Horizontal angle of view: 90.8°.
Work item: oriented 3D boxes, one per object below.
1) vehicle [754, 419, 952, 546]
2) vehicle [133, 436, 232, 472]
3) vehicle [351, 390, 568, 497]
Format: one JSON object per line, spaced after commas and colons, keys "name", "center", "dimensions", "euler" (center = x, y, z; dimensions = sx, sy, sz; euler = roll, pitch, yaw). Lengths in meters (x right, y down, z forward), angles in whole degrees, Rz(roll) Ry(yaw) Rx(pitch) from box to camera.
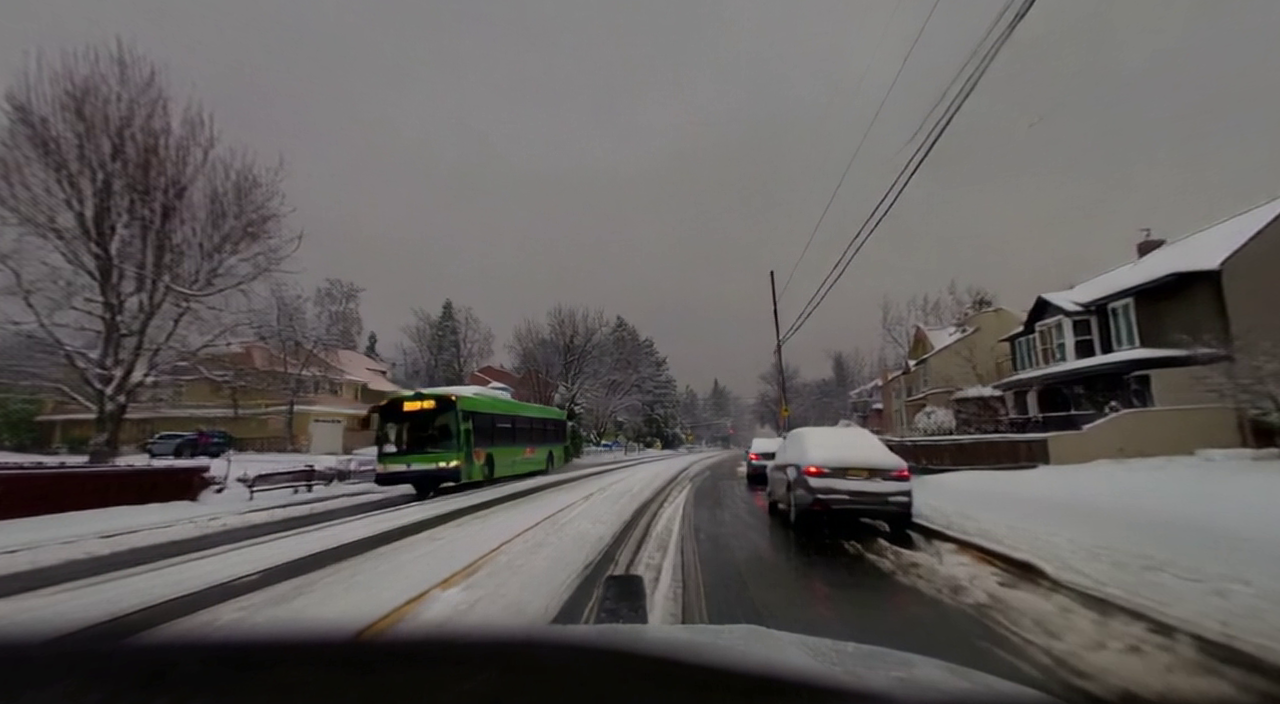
{"name": "vehicle", "center": [3.089, 1.974, 10.158], "dimensions": [1.984, 1.601, 3.994], "euler": [-1, -9, 3]}
{"name": "vehicle", "center": [-24.087, 5.379, 33.488], "dimensions": [2.006, 1.766, 4.685], "euler": [1, -9, -5]}
{"name": "vehicle", "center": [-6.176, 3.711, 25.500], "dimensions": [3.577, 3.168, 13.108], "euler": [-1, -9, 7]}
